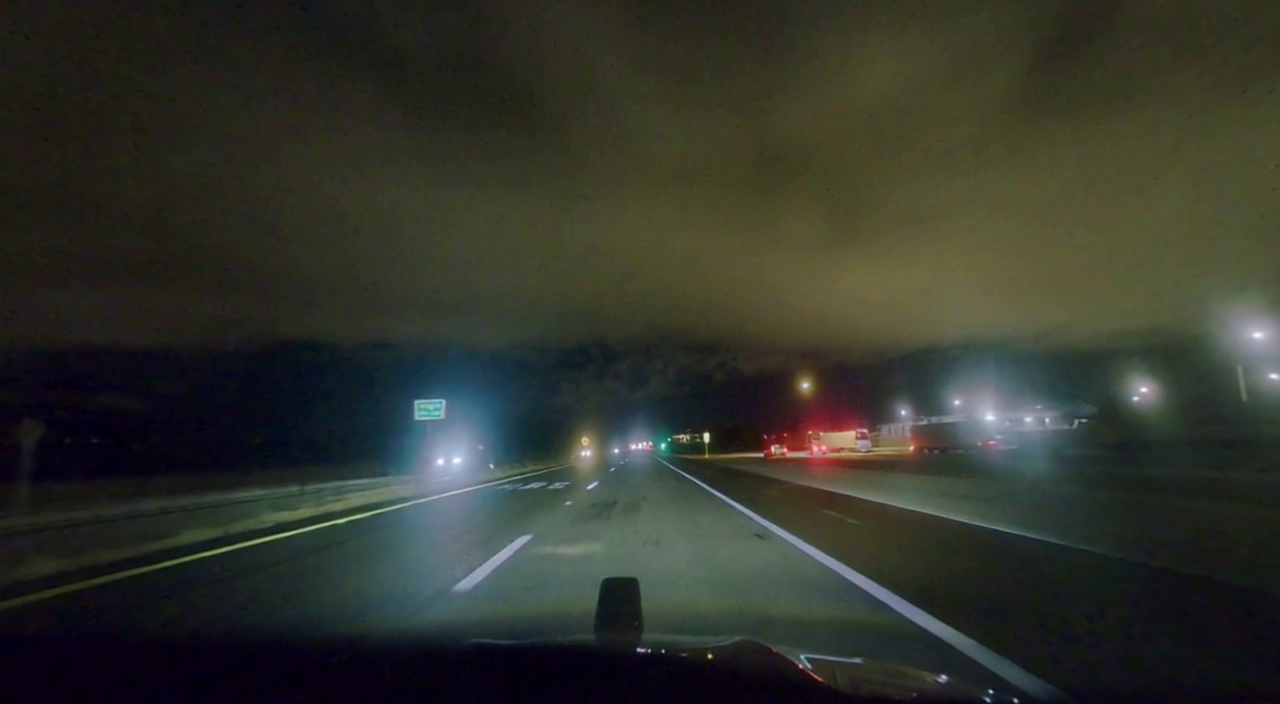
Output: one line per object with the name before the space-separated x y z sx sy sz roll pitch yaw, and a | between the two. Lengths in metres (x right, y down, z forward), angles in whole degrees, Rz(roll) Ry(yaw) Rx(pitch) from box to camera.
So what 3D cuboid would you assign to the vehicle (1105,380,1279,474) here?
vehicle | 30.133 3.886 32.068 2.914 4.132 13.954 -3 -8 3
